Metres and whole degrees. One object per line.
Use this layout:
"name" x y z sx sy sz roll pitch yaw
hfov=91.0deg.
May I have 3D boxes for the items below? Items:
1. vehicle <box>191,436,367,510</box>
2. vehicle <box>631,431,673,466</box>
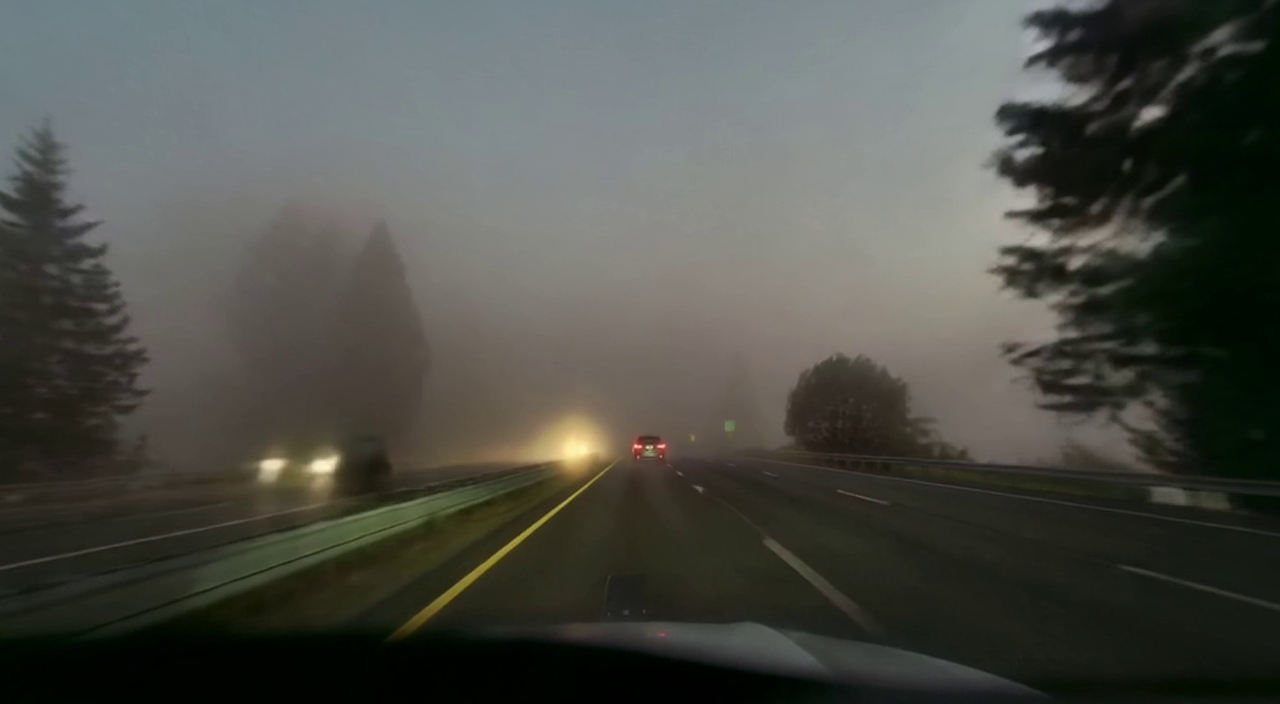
"vehicle" -8.442 2.821 15.220 1.863 1.529 4.010 0 -8 0
"vehicle" 0.698 5.677 37.218 2.301 1.944 4.554 0 -8 1
